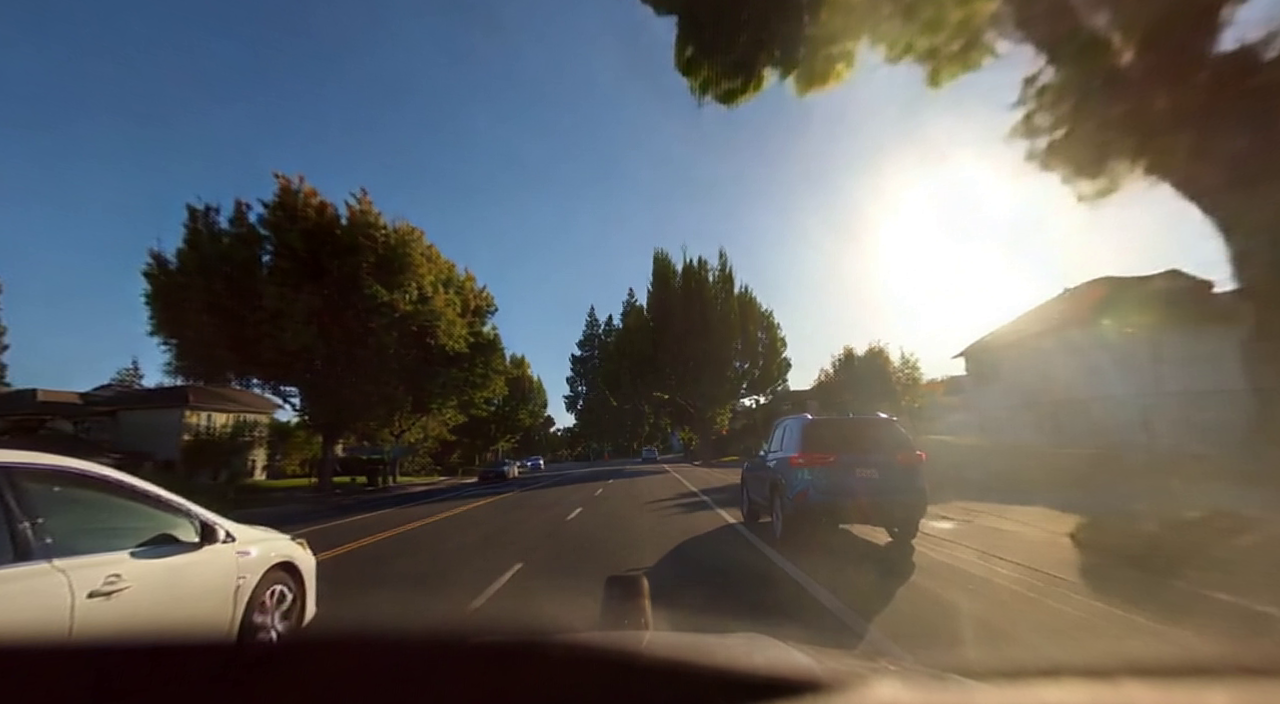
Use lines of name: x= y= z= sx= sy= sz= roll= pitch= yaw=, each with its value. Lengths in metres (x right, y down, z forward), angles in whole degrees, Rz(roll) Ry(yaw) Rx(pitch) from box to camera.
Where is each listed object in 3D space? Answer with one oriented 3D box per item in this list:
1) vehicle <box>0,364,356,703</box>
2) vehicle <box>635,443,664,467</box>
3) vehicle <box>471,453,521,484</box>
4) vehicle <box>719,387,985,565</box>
vehicle: x=-3.194 y=0.925 z=2.388 sx=2.058 sy=1.659 sz=4.514 roll=-1 pitch=-9 yaw=1
vehicle: x=0.728 y=8.130 z=49.841 sx=2.138 sy=1.729 sz=4.178 roll=0 pitch=-9 yaw=1
vehicle: x=-8.567 y=6.948 z=37.881 sx=1.970 sy=1.651 sz=4.272 roll=0 pitch=-9 yaw=0
vehicle: x=2.834 y=1.870 z=10.255 sx=2.338 sy=2.063 sz=5.592 roll=0 pitch=-9 yaw=0
